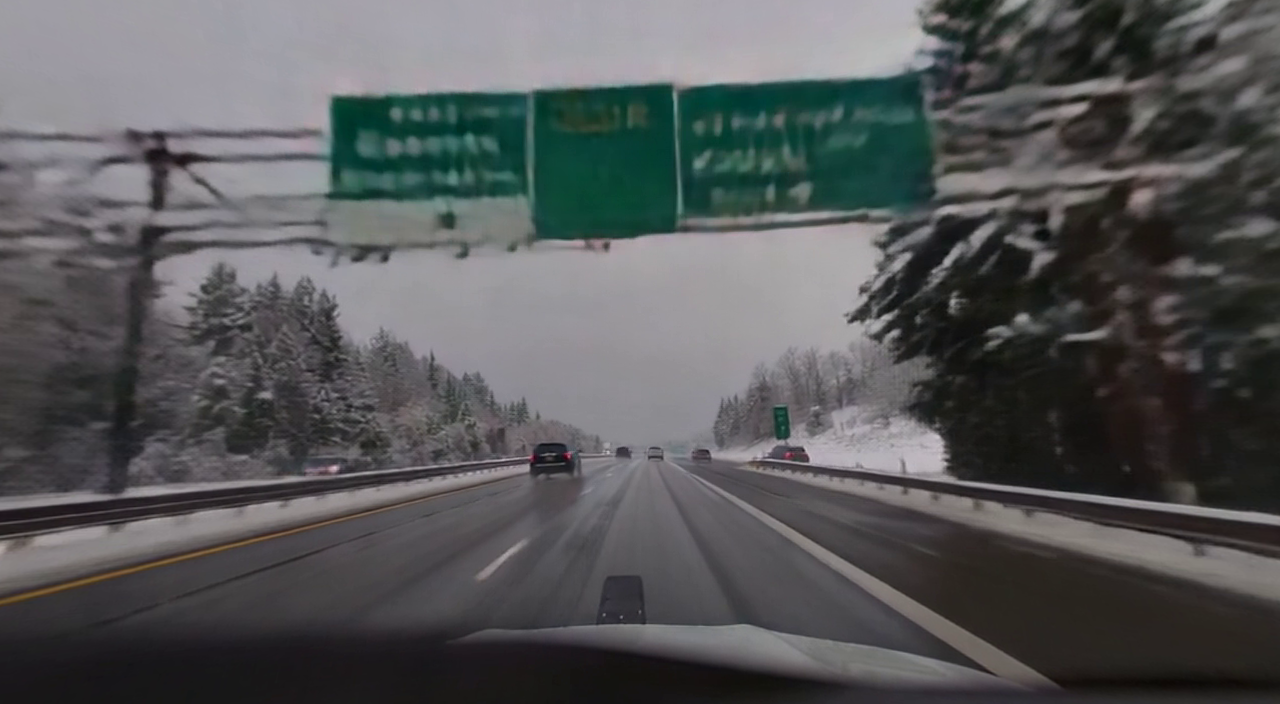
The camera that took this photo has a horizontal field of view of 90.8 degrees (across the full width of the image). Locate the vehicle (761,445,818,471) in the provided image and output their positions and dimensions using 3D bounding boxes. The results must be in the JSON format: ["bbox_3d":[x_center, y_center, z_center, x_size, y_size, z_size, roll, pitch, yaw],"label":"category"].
[{"bbox_3d":[10.301,7.325,43.831,2.021,1.639,4.203,2,-9,-16],"label":"vehicle"}]

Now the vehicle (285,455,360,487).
[{"bbox_3d":[-16.231,6.081,32.459,1.860,1.440,3.729,0,-8,1],"label":"vehicle"}]

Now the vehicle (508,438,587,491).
[{"bbox_3d":[-3.096,3.859,22.039,2.037,1.638,4.274,0,-8,1],"label":"vehicle"}]
